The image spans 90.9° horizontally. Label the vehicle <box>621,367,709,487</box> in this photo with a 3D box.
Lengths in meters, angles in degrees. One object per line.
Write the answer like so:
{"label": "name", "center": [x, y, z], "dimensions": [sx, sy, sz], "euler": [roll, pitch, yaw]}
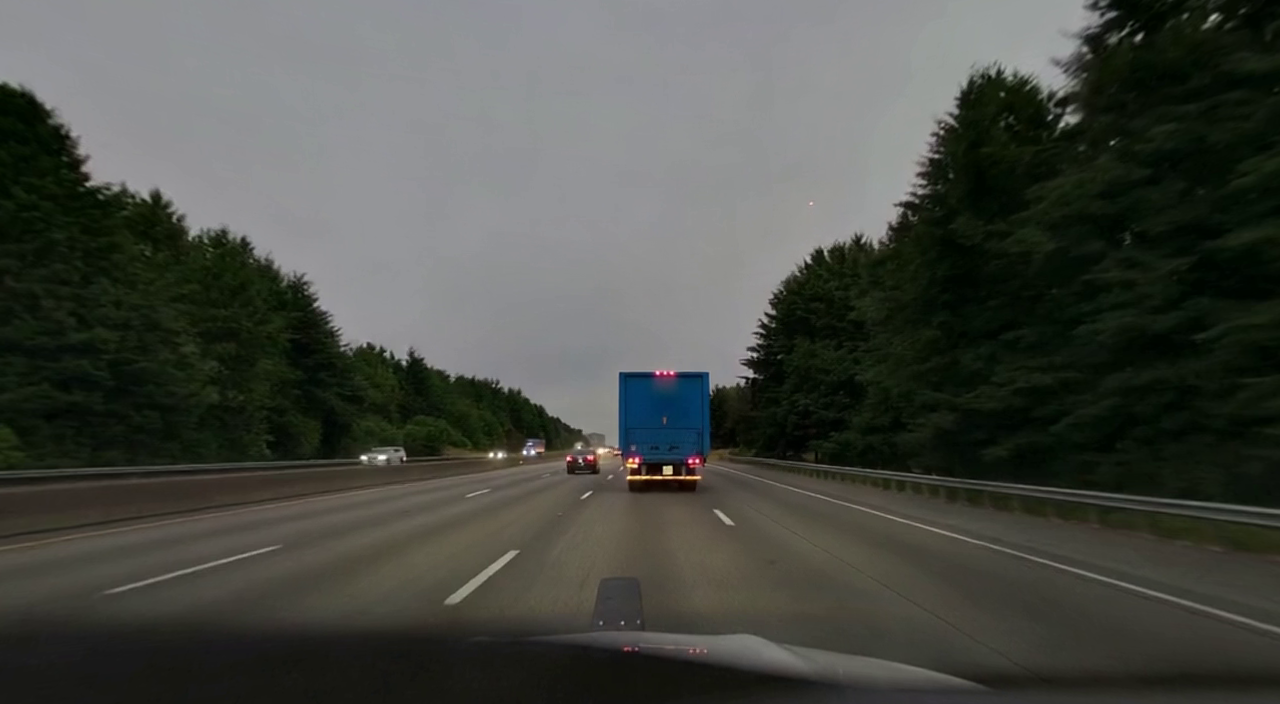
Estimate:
{"label": "vehicle", "center": [0.810, 3.234, 25.981], "dimensions": [2.898, 3.973, 10.063], "euler": [0, -9, 0]}

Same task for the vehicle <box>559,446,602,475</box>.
{"label": "vehicle", "center": [-3.239, 5.957, 34.870], "dimensions": [1.985, 1.482, 3.923], "euler": [0, -9, 0]}

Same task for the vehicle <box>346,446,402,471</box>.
{"label": "vehicle", "center": [-19.346, 7.758, 46.120], "dimensions": [1.974, 1.711, 4.813], "euler": [0, -9, 0]}
